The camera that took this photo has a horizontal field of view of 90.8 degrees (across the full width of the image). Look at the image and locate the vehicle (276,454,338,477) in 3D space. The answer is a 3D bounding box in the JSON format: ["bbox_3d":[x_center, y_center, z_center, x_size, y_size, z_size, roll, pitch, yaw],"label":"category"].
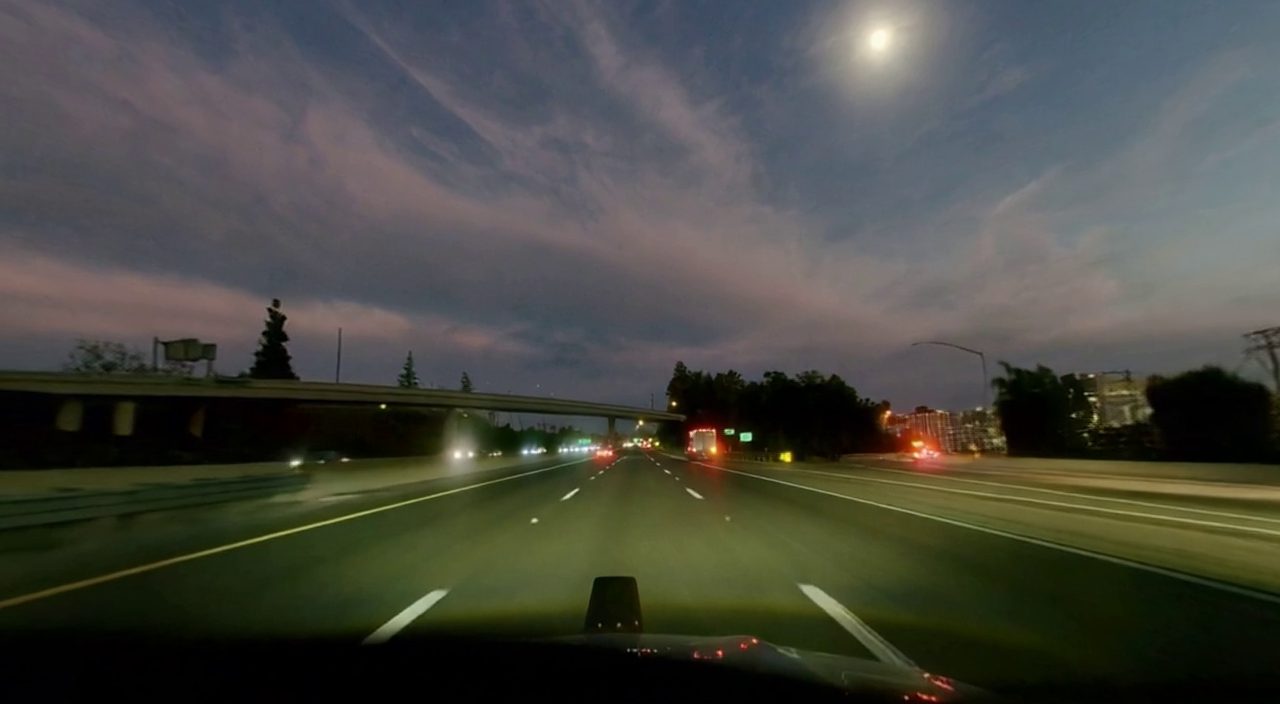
[{"bbox_3d":[-23.081,7.841,43.967,1.817,1.472,4.544,0,-9,0],"label":"vehicle"}]

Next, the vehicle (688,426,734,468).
[{"bbox_3d":[4.759,6.502,43.249,2.576,2.670,5.494,0,-9,0],"label":"vehicle"}]
